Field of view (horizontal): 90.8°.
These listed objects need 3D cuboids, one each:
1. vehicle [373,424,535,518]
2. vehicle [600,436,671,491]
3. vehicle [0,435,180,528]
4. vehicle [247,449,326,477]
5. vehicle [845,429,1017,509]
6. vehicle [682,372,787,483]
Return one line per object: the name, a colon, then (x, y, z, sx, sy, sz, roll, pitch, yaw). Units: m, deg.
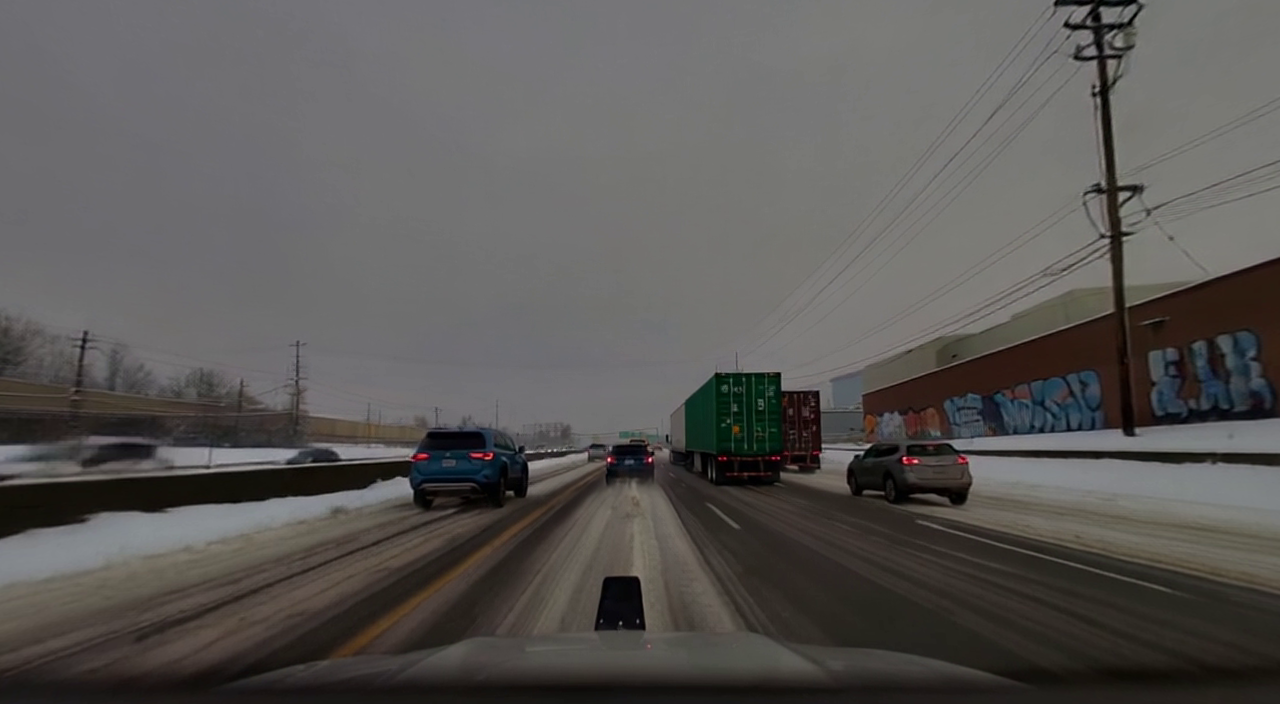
vehicle: (-4.001, 2.676, 14.640, 2.264, 1.804, 4.584, 0, -9, 1)
vehicle: (-0.160, 3.781, 21.737, 2.191, 1.685, 4.015, 0, -9, -1)
vehicle: (-11.601, 2.436, 12.351, 1.904, 1.518, 4.443, 0, -9, -1)
vehicle: (-19.471, 6.113, 35.039, 1.858, 1.460, 4.599, 0, -9, -2)
vehicle: (7.146, 2.920, 16.205, 2.202, 1.731, 4.628, 0, -9, 0)
vehicle: (3.847, 3.738, 29.591, 2.800, 4.039, 13.179, 0, -9, 0)
